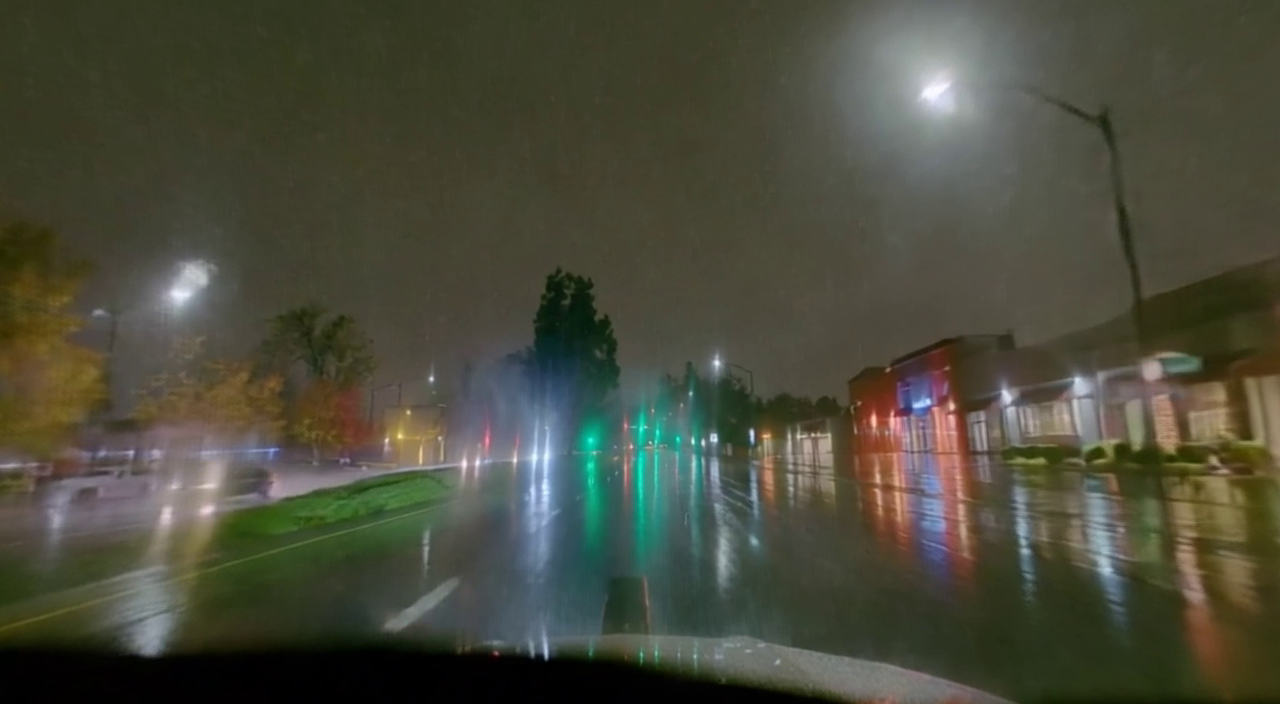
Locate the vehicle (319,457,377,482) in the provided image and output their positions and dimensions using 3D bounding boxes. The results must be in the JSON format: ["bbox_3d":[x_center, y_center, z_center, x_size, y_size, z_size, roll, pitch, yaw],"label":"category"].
[{"bbox_3d":[-21.430,8.631,46.493,1.881,1.537,4.611,-3,-9,3],"label":"vehicle"}]

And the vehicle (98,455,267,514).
[{"bbox_3d":[-14.510,4.189,20.412,1.975,1.499,4.658,-3,-8,0],"label":"vehicle"}]
